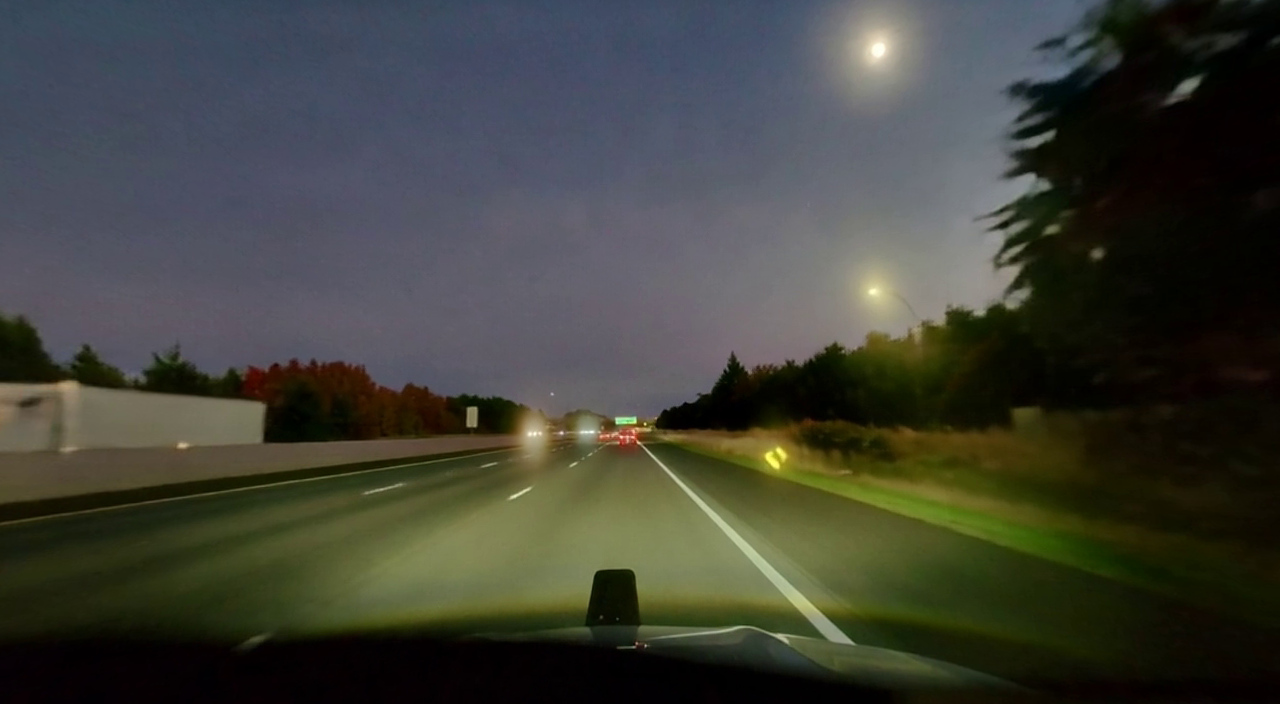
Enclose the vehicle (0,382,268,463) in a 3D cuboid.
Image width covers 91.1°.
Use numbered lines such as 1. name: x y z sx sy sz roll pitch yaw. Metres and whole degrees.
1. vehicle: -23.834 3.552 30.901 3.023 3.075 13.424 0 -7 -1
